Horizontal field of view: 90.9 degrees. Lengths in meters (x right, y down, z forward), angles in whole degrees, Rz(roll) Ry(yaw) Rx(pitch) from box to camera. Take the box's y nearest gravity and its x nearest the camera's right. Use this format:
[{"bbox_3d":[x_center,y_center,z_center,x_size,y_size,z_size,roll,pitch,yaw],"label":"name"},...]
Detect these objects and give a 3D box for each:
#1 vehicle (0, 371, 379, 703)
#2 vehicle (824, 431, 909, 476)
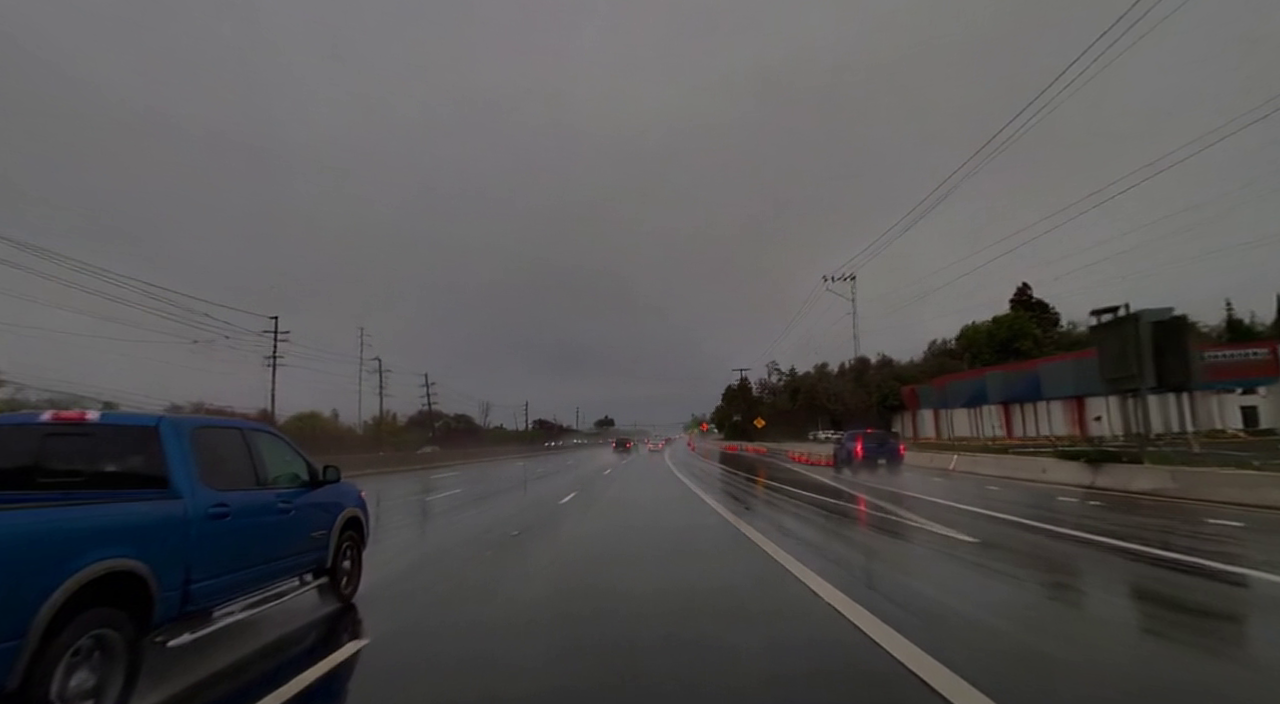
[{"bbox_3d":[-3.580,1.086,3.846,2.001,1.619,4.445,0,-8,1],"label":"vehicle"},{"bbox_3d":[10.136,4.596,28.728,2.186,1.840,5.289,-1,-8,4],"label":"vehicle"}]
